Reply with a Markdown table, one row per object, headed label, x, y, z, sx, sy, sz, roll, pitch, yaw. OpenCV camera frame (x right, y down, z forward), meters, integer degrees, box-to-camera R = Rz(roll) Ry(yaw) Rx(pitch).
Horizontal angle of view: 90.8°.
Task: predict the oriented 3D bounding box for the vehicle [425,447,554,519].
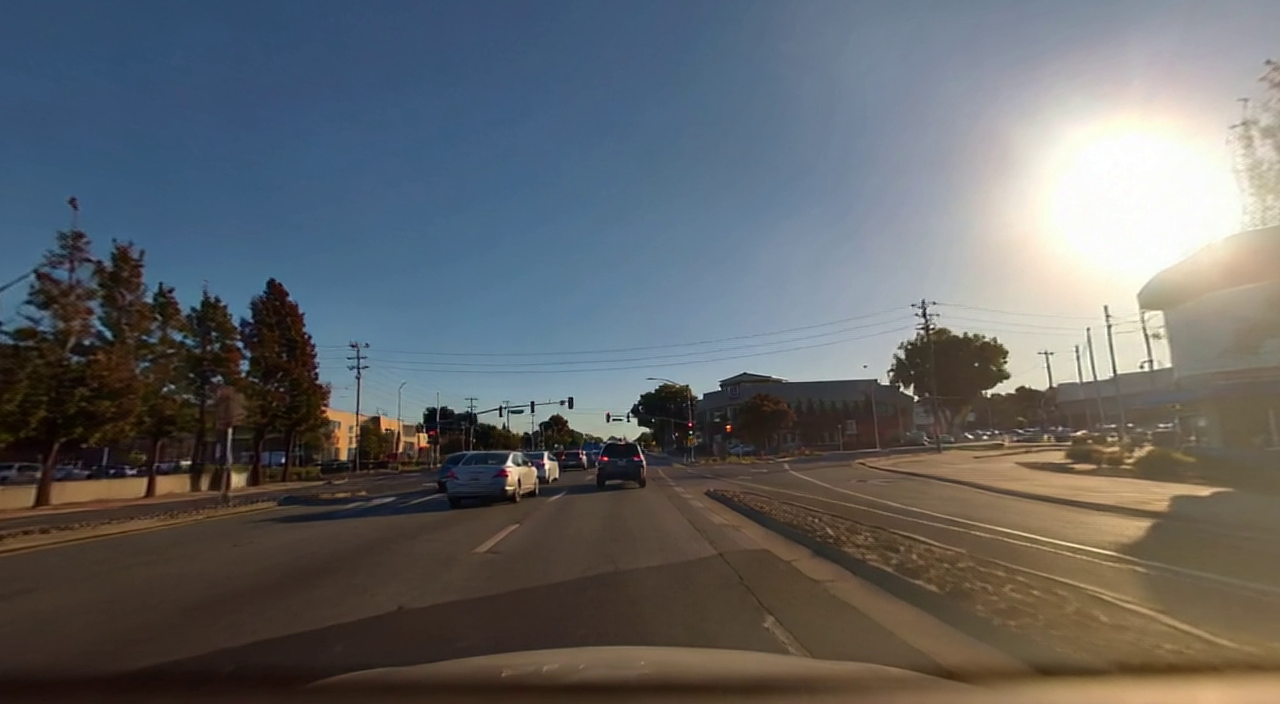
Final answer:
| label | x | y | z | sx | sy | sz | roll | pitch | yaw |
| --- | --- | --- | --- | --- | --- | --- | --- | --- | --- |
| vehicle | -3.483 | 3.105 | 15.589 | 2.064 | 1.464 | 4.373 | 0 | -8 | 1 |

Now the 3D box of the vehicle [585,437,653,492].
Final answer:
| label | x | y | z | sx | sy | sz | roll | pitch | yaw |
| --- | --- | --- | --- | --- | --- | --- | --- | --- | --- |
| vehicle | -0.707 | 4.106 | 23.406 | 2.276 | 1.850 | 3.897 | 0 | -8 | 0 |
